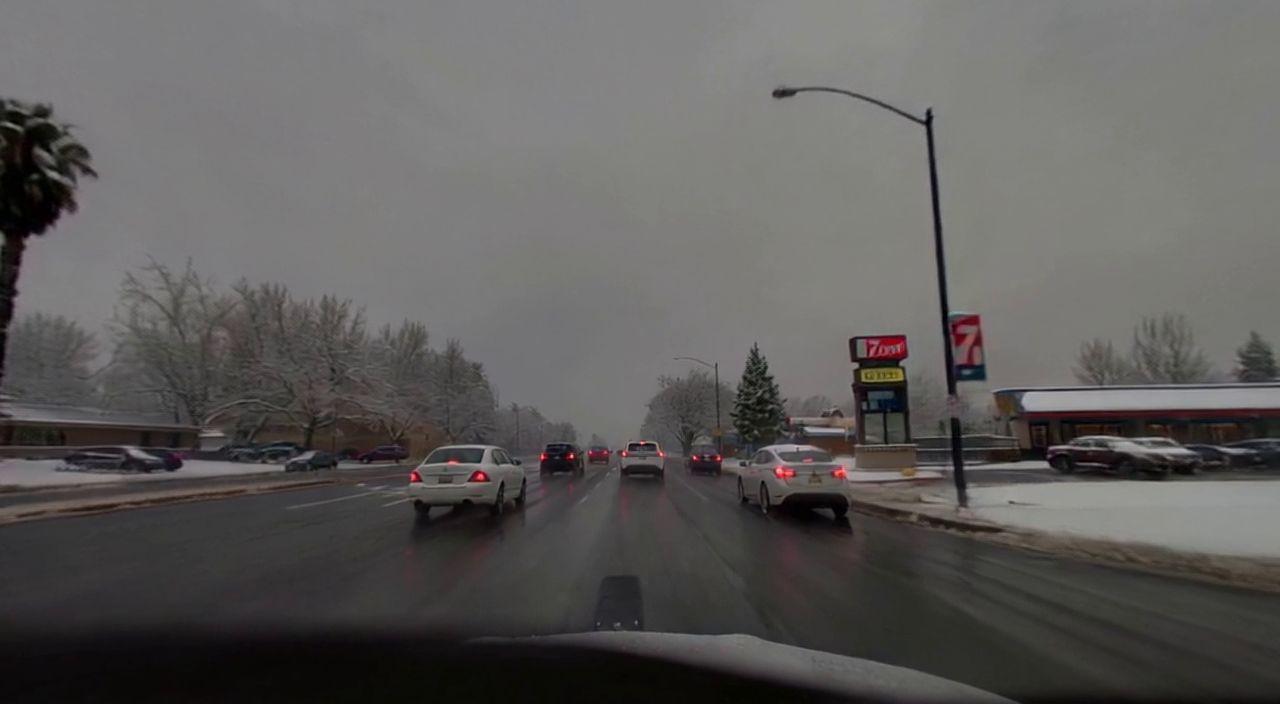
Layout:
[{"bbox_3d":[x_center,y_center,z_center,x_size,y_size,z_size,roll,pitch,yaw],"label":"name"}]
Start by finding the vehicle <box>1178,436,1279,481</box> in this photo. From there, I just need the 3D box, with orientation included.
[{"bbox_3d":[24.406,4.226,25.188,1.688,1.650,4.500,0,-8,0],"label":"vehicle"}]

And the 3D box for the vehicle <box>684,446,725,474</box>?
[{"bbox_3d":[3.631,6.164,36.033,1.880,1.476,3.932,0,-8,-1],"label":"vehicle"}]

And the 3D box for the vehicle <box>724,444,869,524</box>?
[{"bbox_3d":[3.266,2.830,14.224,1.977,1.480,4.589,0,-8,-2],"label":"vehicle"}]

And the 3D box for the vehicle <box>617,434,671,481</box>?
[{"bbox_3d":[0.107,4.562,27.430,2.164,1.867,4.254,0,-8,-1],"label":"vehicle"}]

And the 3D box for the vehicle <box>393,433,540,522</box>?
[{"bbox_3d":[-3.320,2.463,12.933,1.864,1.505,4.202,0,-8,-1],"label":"vehicle"}]

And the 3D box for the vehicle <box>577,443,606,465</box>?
[{"bbox_3d":[-3.703,7.873,48.776,1.871,1.673,3.920,0,-8,1],"label":"vehicle"}]

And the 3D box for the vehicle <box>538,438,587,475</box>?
[{"bbox_3d":[-3.821,5.239,31.763,1.932,1.695,4.235,0,-8,0],"label":"vehicle"}]

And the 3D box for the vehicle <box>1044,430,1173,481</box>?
[{"bbox_3d":[18.535,4.093,25.218,1.905,1.833,4.347,0,-8,3],"label":"vehicle"}]

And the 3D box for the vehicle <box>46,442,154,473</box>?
[{"bbox_3d":[-30.138,5.882,35.246,4.123,1.648,2.053,0,-8,1],"label":"vehicle"}]

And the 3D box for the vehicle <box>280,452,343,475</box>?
[{"bbox_3d":[-22.569,7.649,43.480,1.827,1.441,4.660,0,-8,0],"label":"vehicle"}]
